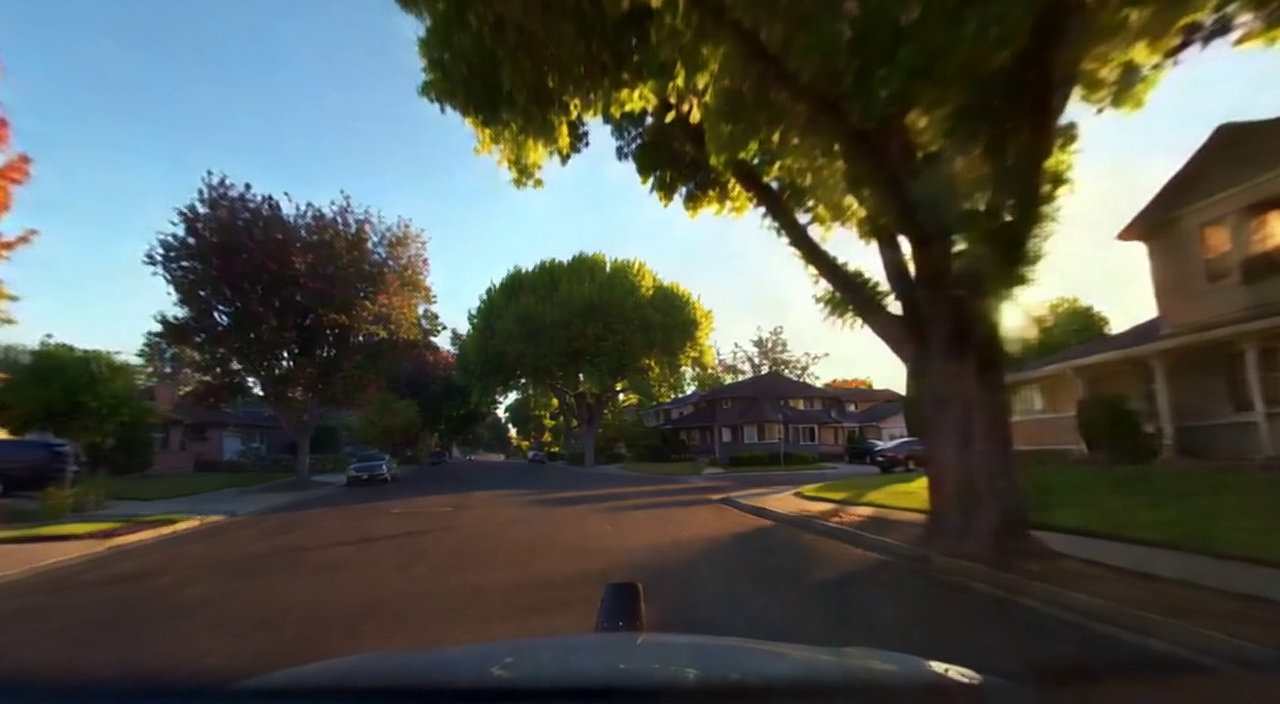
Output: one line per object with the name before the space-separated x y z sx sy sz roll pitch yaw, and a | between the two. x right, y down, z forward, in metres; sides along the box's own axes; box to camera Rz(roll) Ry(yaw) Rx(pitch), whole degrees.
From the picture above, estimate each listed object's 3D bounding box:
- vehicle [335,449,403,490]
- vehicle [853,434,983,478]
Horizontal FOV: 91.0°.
vehicle | -11.674 5.061 27.408 1.938 1.499 4.290 -1 -9 -13
vehicle | 12.221 4.539 27.743 4.933 1.817 2.014 2 -8 -15
